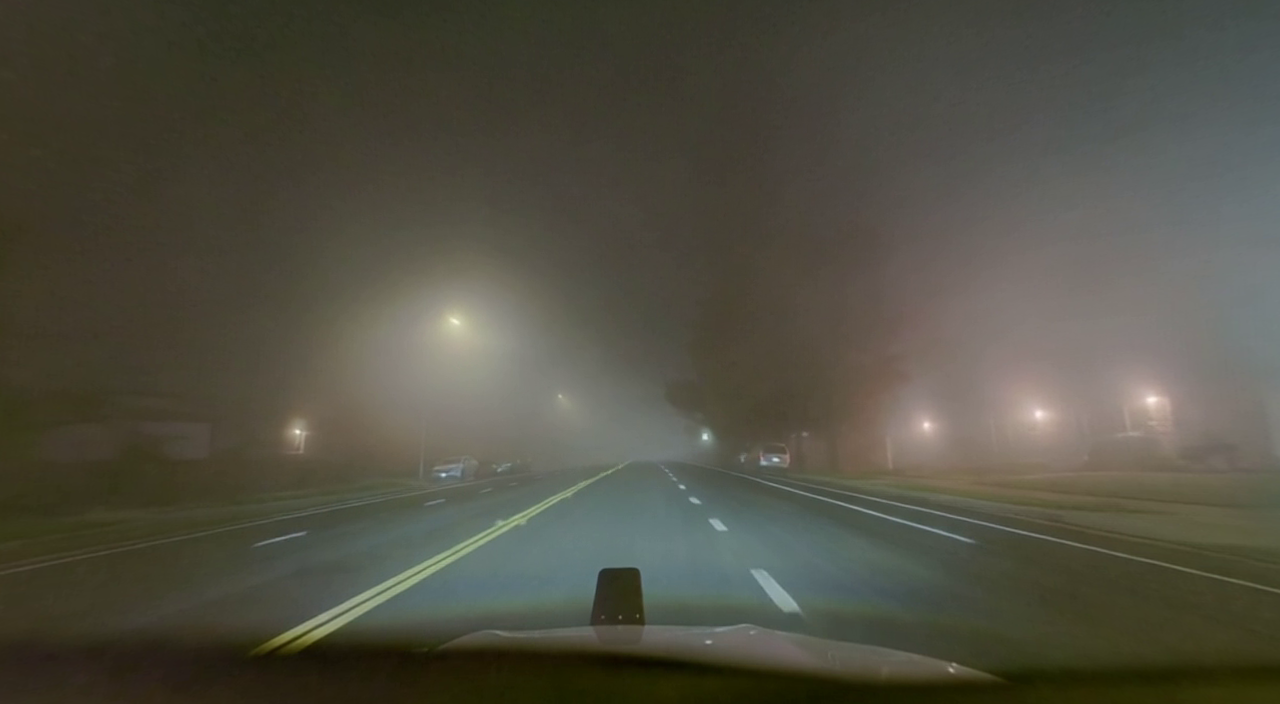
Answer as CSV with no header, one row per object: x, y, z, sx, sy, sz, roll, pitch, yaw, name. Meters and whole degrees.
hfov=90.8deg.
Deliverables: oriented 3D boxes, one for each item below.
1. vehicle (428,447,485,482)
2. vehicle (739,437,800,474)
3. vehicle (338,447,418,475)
-10.654,6.547,36.975,1.996,1.781,4.139,-3,-9,3,vehicle
7.500,6.048,37.250,2.224,1.956,6.057,0,-8,-1,vehicle
-18.351,7.643,44.393,4.699,1.853,2.095,-1,-8,3,vehicle
